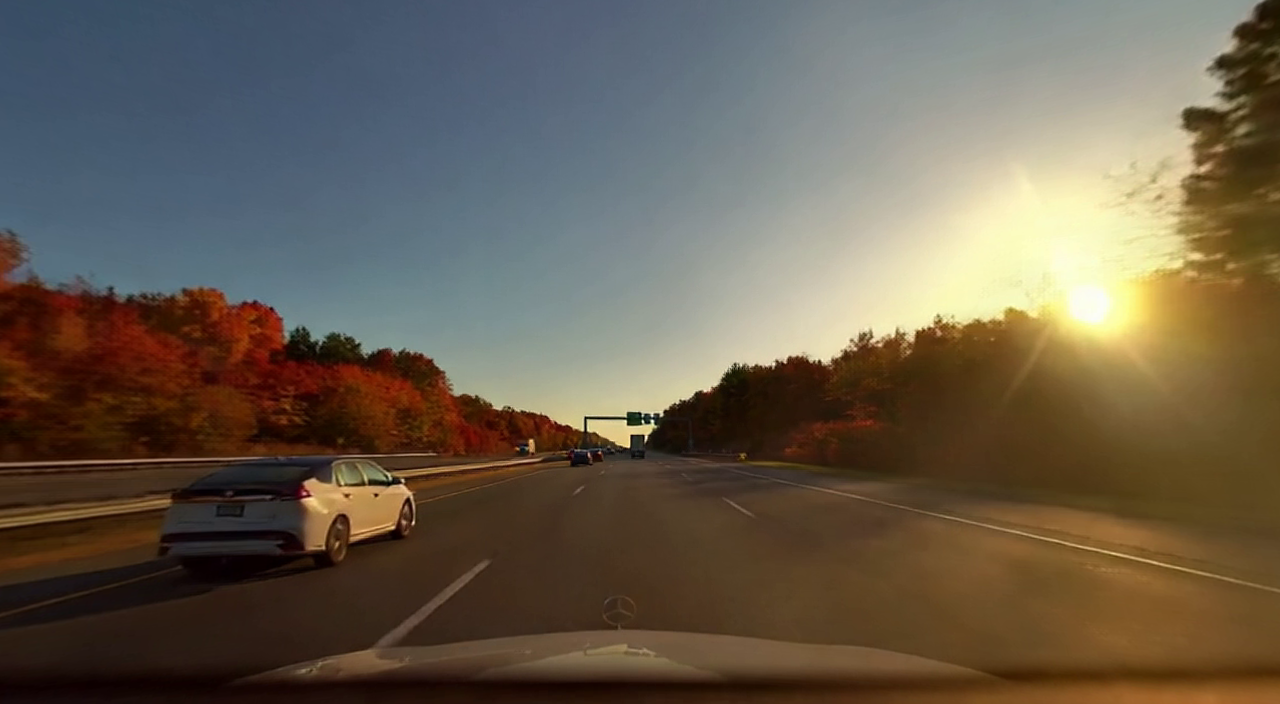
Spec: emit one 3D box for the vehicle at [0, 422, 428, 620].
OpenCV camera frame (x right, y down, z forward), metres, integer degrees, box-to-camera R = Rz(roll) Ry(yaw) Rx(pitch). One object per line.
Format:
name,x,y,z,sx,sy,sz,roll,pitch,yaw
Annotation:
vehicle,-4.127,1.647,7.019,2.071,1.525,4.058,0,-9,0

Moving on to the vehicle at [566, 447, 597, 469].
vehicle,-4.306,7.821,46.387,1.963,1.475,3.665,0,-9,0
